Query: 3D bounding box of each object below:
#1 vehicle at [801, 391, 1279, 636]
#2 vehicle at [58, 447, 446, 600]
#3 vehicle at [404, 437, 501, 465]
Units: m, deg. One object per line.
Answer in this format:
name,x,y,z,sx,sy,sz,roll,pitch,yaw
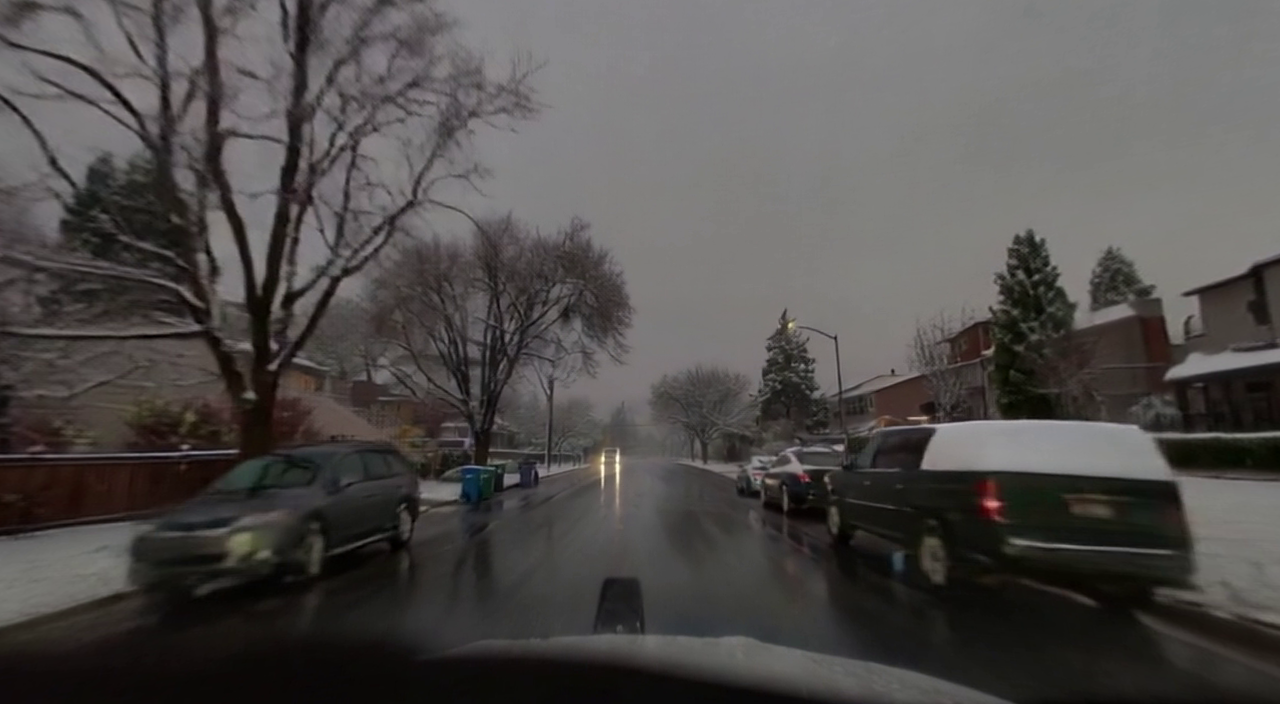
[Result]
vehicle,3.939,1.707,7.914,2.350,1.912,5.696,0,-9,0
vehicle,-4.426,2.038,8.327,2.234,1.377,4.413,-2,-10,1
vehicle,-12.797,6.827,43.463,5.863,1.773,2.451,0,-10,-3
